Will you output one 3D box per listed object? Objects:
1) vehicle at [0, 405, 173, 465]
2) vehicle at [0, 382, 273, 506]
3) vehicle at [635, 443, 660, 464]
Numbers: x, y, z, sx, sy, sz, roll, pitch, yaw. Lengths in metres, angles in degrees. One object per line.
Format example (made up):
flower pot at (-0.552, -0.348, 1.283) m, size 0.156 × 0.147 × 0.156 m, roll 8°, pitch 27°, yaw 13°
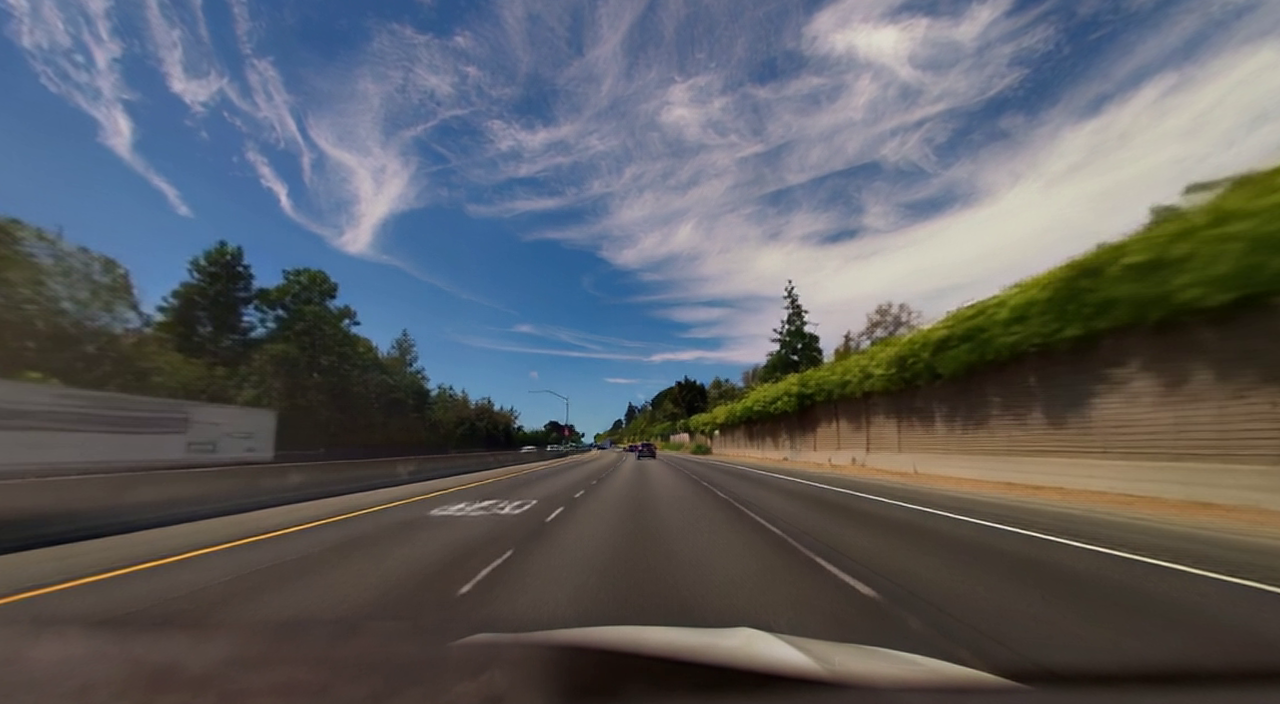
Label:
vehicle at (-19.867, 3.038, 22.796) m, size 2.237 × 1.885 × 4.778 m, roll -1°, pitch -8°, yaw 0°
vehicle at (-19.990, 3.693, 25.224) m, size 2.798 × 3.638 × 13.257 m, roll 0°, pitch -9°, yaw -1°
vehicle at (0.547, 7.992, 49.631) m, size 1.873 × 1.529 × 3.953 m, roll 0°, pitch -9°, yaw 0°
